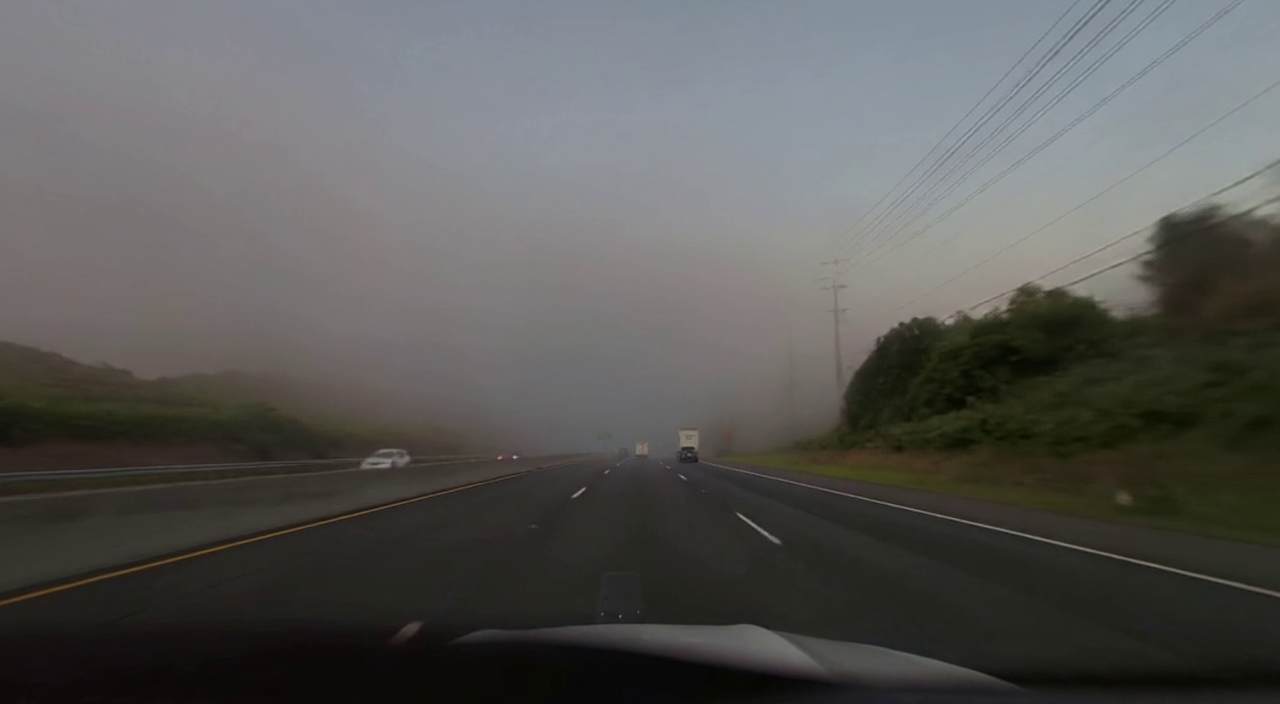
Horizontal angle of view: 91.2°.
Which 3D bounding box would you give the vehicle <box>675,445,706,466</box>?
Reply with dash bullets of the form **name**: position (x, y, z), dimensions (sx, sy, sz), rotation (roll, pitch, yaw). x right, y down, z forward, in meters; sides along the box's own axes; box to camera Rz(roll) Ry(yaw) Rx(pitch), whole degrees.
- **vehicle**: position (3.907, 8.105, 49.371), dimensions (2.054, 1.565, 4.089), rotation (0, -9, 0)
